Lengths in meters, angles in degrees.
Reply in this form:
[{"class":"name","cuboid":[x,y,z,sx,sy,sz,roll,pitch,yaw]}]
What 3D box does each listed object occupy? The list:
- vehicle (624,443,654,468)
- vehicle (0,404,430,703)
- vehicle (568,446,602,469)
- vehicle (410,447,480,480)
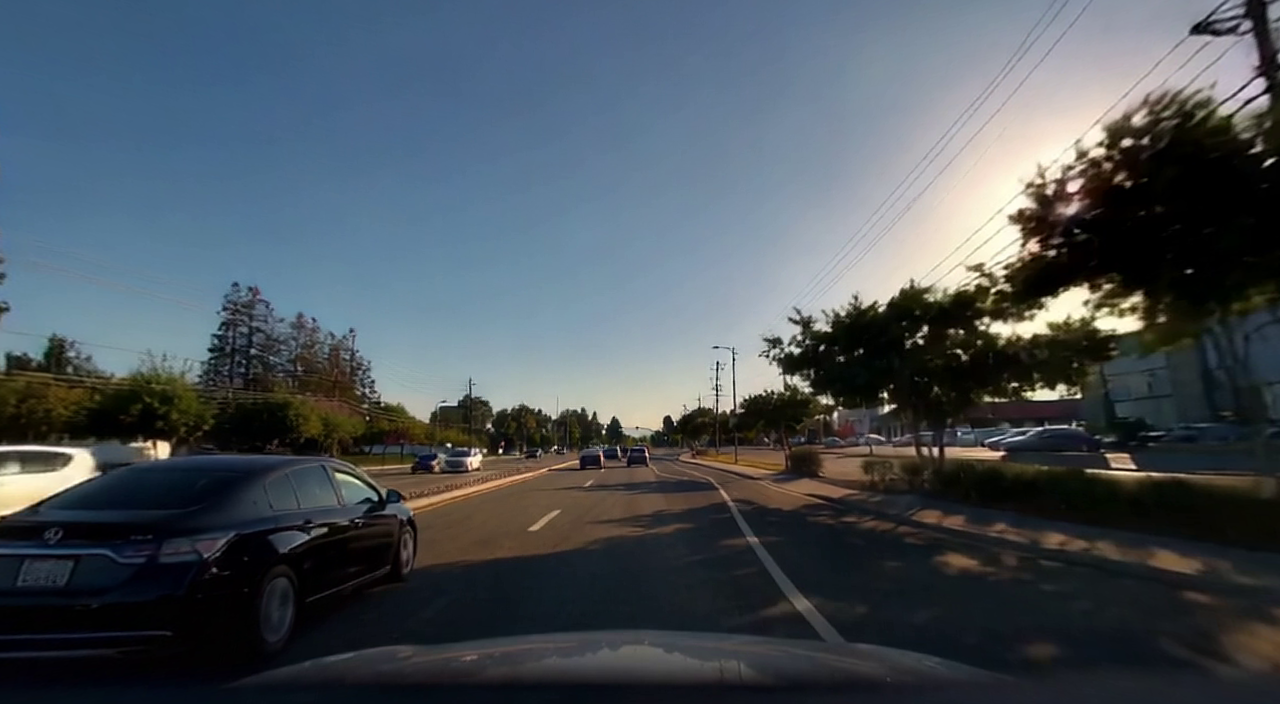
[{"class":"vehicle","cuboid":[-0.128,7.853,47.787,2.182,1.773,4.041,0,-10,-1]},{"class":"vehicle","cuboid":[-3.448,1.375,5.067,1.928,1.488,4.635,0,-10,0]},{"class":"vehicle","cuboid":[-3.744,7.348,43.785,2.021,1.486,3.623,0,-10,0]},{"class":"vehicle","cuboid":[-9.033,5.234,29.611,1.971,1.415,4.317,0,-10,-1]}]
